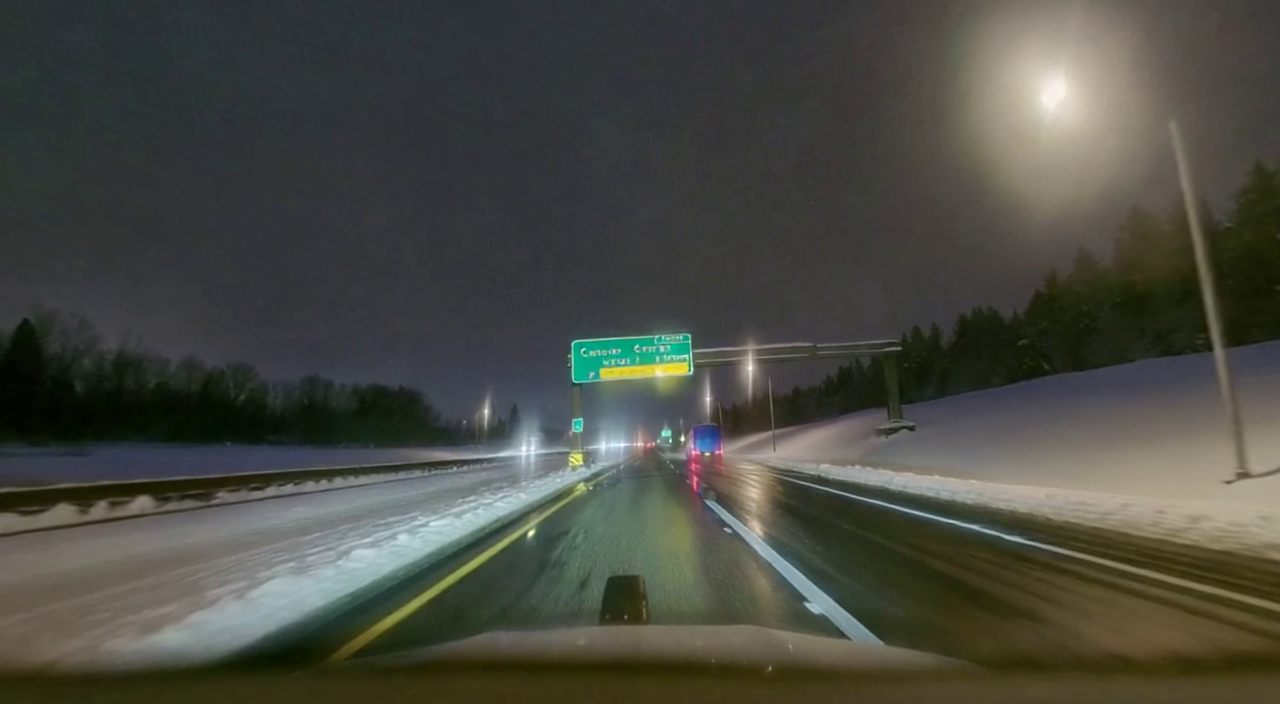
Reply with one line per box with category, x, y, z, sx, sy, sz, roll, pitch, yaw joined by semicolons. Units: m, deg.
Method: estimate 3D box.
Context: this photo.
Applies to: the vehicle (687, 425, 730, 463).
vehicle;4.805;6.556;45.041;2.430;2.495;6.062;-1;-8;1
